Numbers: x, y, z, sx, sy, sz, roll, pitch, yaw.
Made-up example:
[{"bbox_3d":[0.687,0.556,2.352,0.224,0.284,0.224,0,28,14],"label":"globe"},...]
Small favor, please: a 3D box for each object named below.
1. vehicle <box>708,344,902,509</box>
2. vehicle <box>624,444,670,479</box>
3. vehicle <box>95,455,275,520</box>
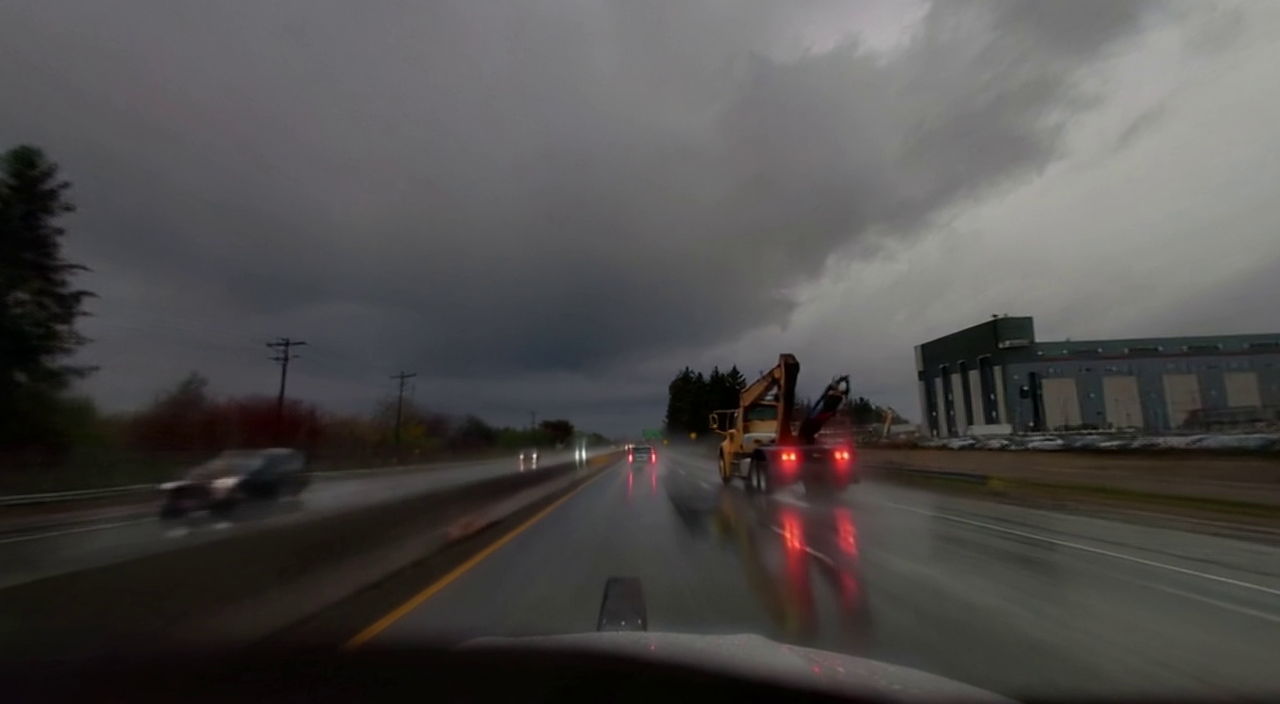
[{"bbox_3d":[3.986,2.198,17.677,3.089,3.568,8.101,0,-9,-1],"label":"vehicle"},{"bbox_3d":[0.290,5.160,29.884,2.045,1.527,4.023,0,-9,0],"label":"vehicle"},{"bbox_3d":[-12.239,3.622,17.350,1.947,1.500,3.999,0,-9,0],"label":"vehicle"}]
